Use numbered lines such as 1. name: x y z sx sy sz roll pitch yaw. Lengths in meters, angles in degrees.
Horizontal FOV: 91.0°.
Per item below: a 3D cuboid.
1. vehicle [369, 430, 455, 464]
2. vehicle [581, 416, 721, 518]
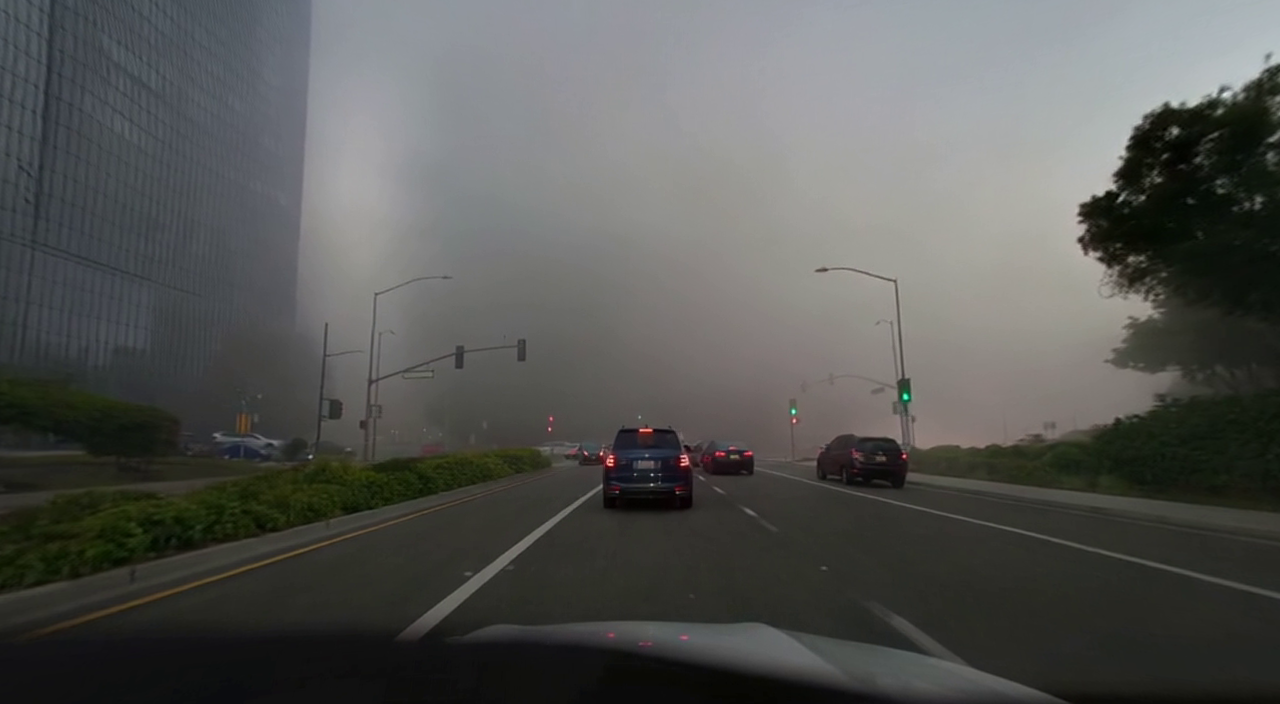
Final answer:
1. vehicle: -16.691 6.924 45.913 6.448 2.310 2.717 -6 -11 37
2. vehicle: 0.223 2.491 14.078 2.601 1.878 4.535 0 -9 0
